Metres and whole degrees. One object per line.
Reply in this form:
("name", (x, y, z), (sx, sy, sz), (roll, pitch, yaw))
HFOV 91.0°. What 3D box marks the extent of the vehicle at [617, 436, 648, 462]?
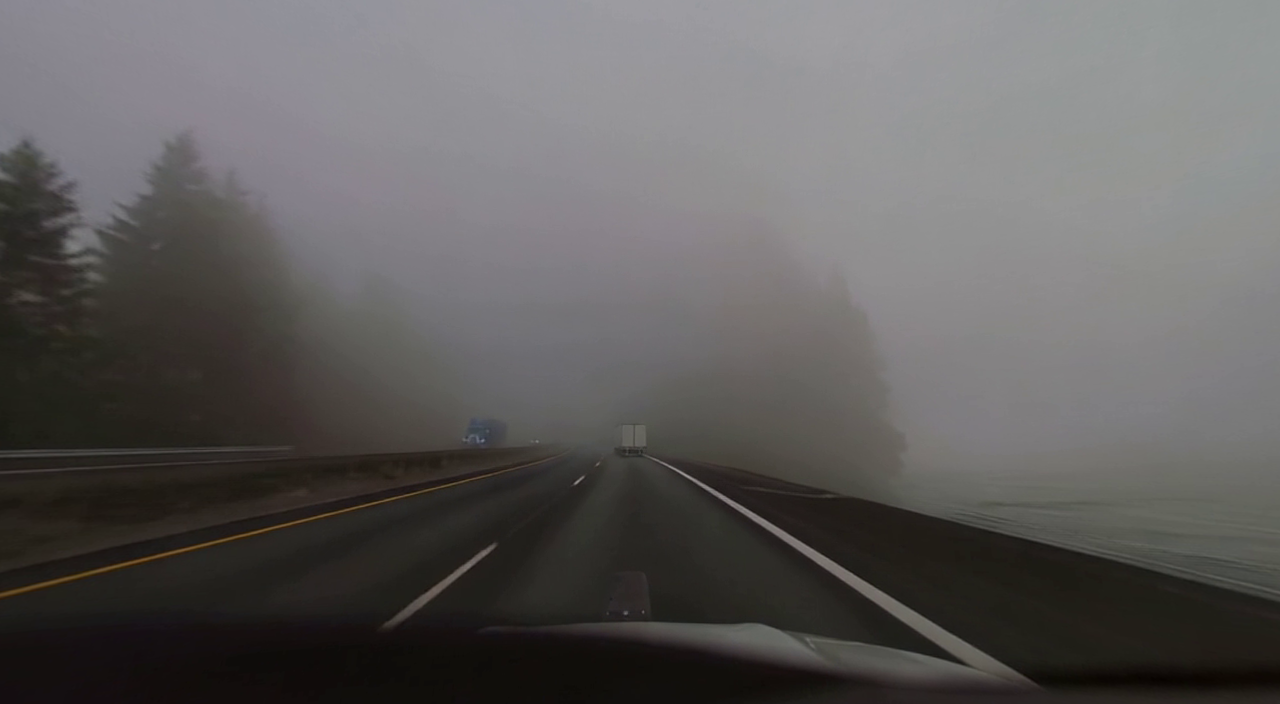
("vehicle", (-0.596, 6.948, 45.096), (2.079, 1.729, 4.380), (0, -8, -3))
